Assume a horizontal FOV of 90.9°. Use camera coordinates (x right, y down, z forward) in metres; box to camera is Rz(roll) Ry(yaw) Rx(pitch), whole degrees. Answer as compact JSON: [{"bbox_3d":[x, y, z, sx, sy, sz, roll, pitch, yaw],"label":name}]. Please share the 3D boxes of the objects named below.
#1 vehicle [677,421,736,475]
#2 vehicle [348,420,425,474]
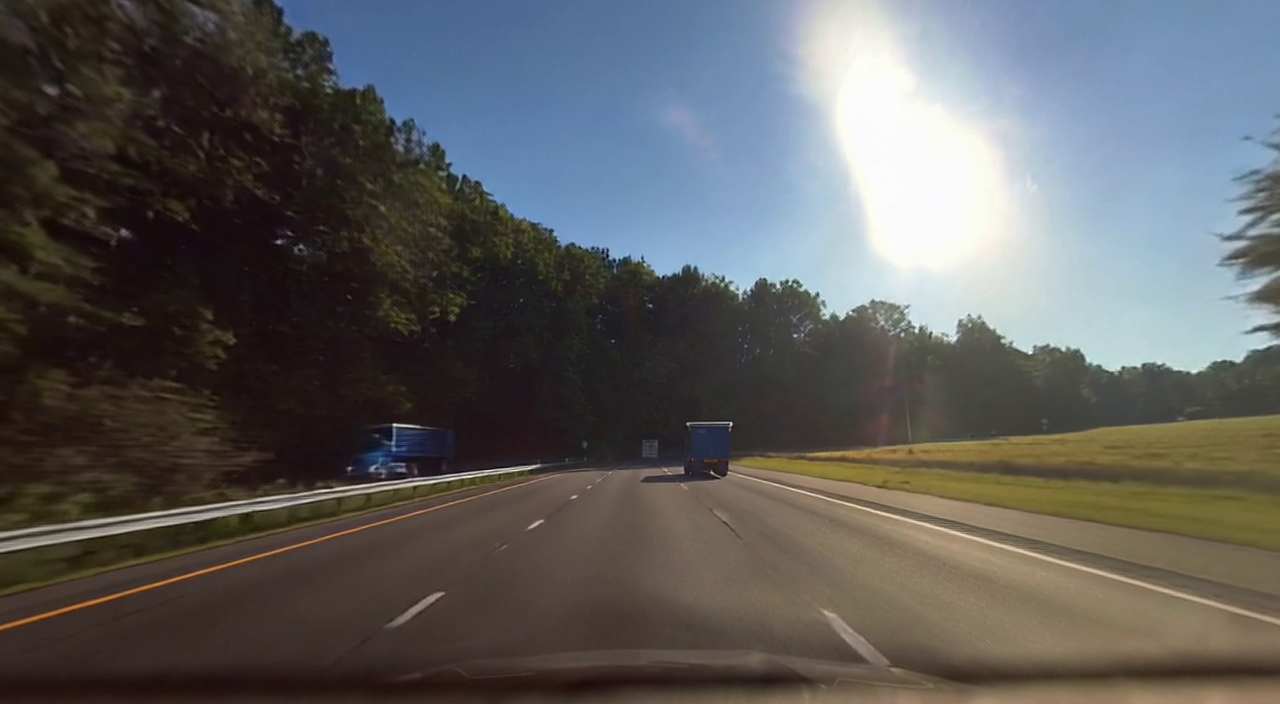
[{"bbox_3d":[3.655,5.472,35.883,2.572,2.795,5.978,0,-9,-1],"label":"vehicle"},{"bbox_3d":[-18.436,6.989,46.343,3.021,3.652,5.902,0,-9,1],"label":"vehicle"}]
